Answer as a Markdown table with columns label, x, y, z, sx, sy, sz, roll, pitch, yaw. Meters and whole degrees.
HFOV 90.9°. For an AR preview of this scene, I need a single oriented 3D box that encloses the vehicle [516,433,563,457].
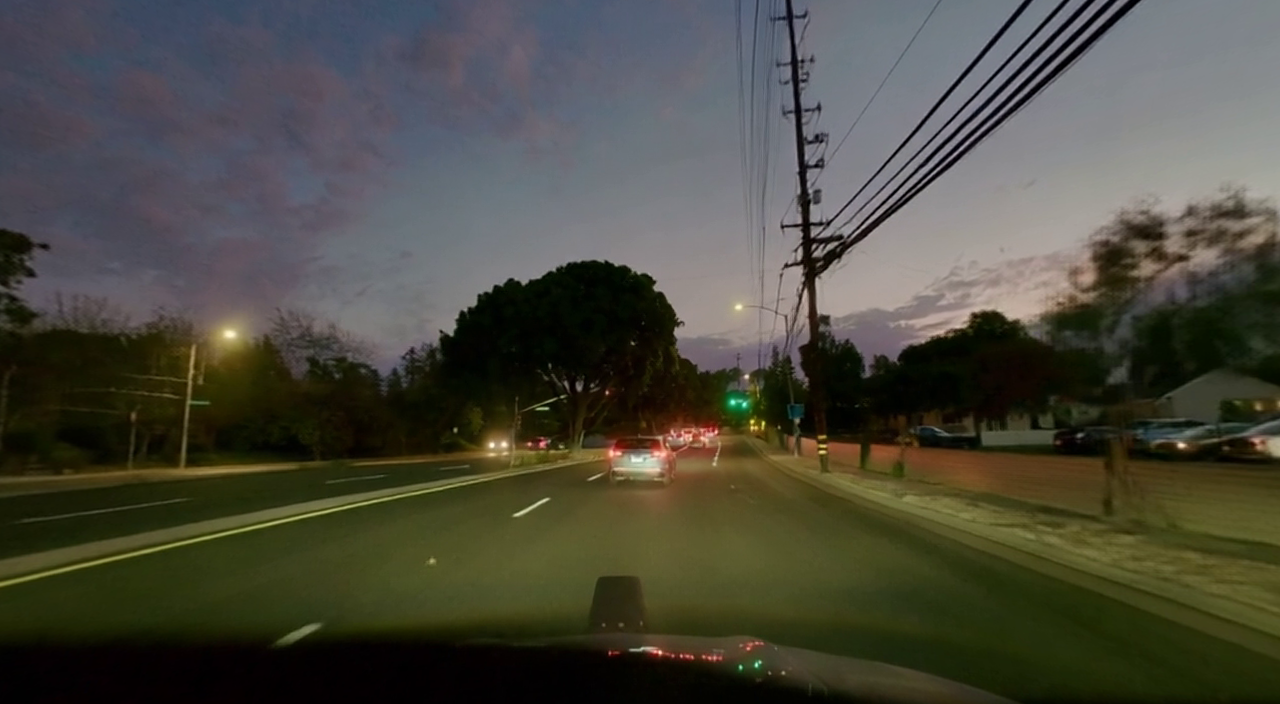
| label | x | y | z | sx | sy | sz | roll | pitch | yaw |
| --- | --- | --- | --- | --- | --- | --- | --- | --- | --- |
| vehicle | -6.631 | 6.212 | 41.964 | 1.983 | 1.485 | 4.159 | -1 | -8 | 7 |

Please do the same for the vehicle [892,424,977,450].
| label | x | y | z | sx | sy | sz | roll | pitch | yaw |
| --- | --- | --- | --- | --- | --- | --- | --- | --- | --- |
| vehicle | 19.913 | 5.798 | 42.827 | 4.739 | 1.708 | 1.976 | -2 | -9 | 8 |

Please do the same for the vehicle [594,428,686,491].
| label | x | y | z | sx | sy | sz | roll | pitch | yaw |
| --- | --- | --- | --- | --- | --- | --- | --- | --- | --- |
| vehicle | 0.132 | 2.868 | 17.117 | 2.117 | 1.474 | 4.036 | -1 | -8 | 5 |

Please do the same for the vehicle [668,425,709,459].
| label | x | y | z | sx | sy | sz | roll | pitch | yaw |
| --- | --- | --- | --- | --- | --- | --- | --- | --- | --- |
| vehicle | 3.051 | 5.574 | 38.857 | 2.158 | 1.939 | 4.935 | -2 | -8 | 8 |

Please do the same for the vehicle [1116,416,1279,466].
| label | x | y | z | sx | sy | sz | roll | pitch | yaw |
| --- | --- | --- | --- | --- | --- | --- | --- | --- | --- |
| vehicle | 21.111 | 3.323 | 23.660 | 4.667 | 1.647 | 2.093 | 1 | -7 | 7 |
